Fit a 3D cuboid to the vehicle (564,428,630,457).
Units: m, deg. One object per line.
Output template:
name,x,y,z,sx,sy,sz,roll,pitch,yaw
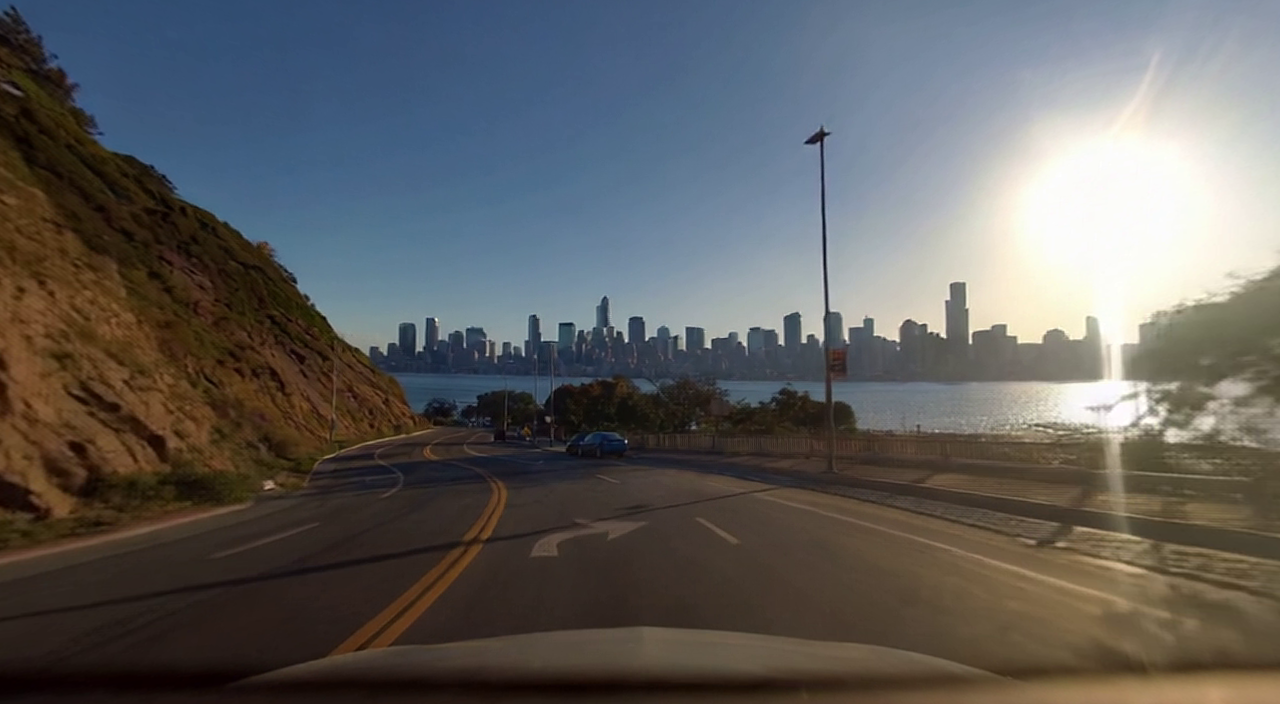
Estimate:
vehicle,-2.525,5.517,38.397,2.064,1.667,4.453,-4,-9,25
